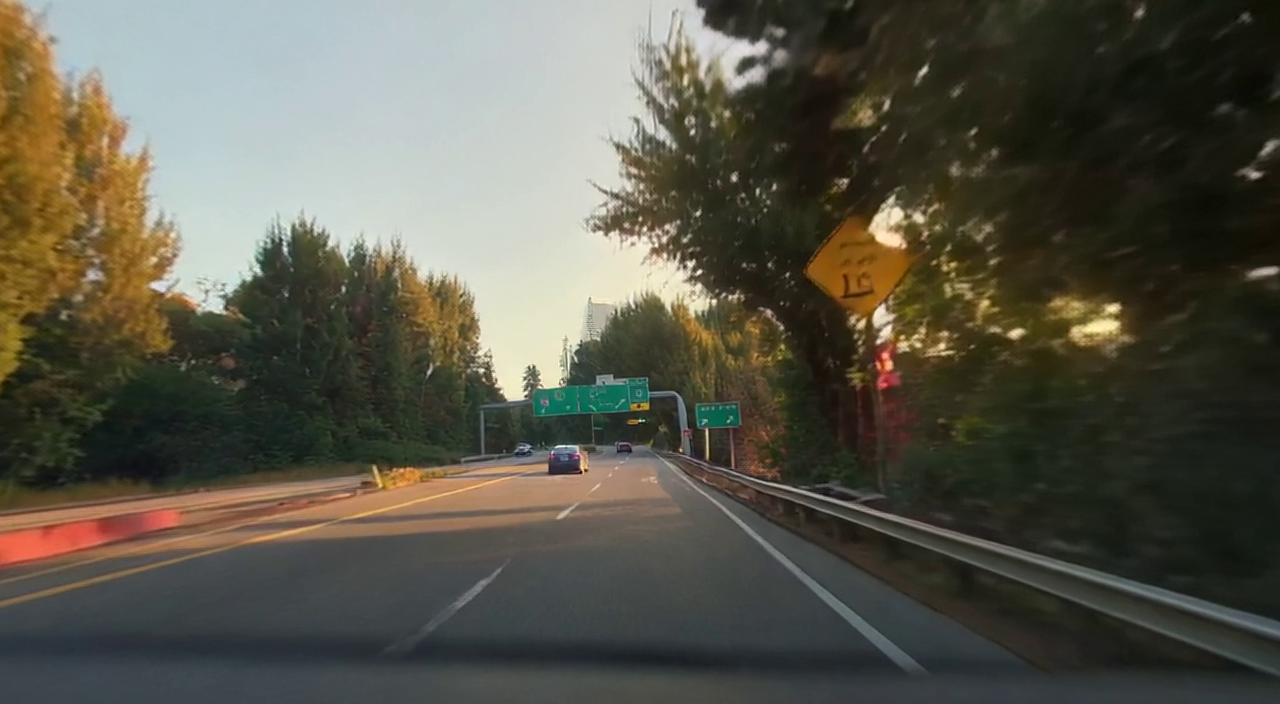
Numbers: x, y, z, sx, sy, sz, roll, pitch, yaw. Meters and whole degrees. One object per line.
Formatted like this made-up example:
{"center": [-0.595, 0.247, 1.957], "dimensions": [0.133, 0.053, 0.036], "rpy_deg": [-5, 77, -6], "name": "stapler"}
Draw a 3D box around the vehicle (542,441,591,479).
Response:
{"center": [-3.143, 4.693, 27.530], "dimensions": [1.675, 1.537, 3.574], "rpy_deg": [0, -9, 1], "name": "vehicle"}
